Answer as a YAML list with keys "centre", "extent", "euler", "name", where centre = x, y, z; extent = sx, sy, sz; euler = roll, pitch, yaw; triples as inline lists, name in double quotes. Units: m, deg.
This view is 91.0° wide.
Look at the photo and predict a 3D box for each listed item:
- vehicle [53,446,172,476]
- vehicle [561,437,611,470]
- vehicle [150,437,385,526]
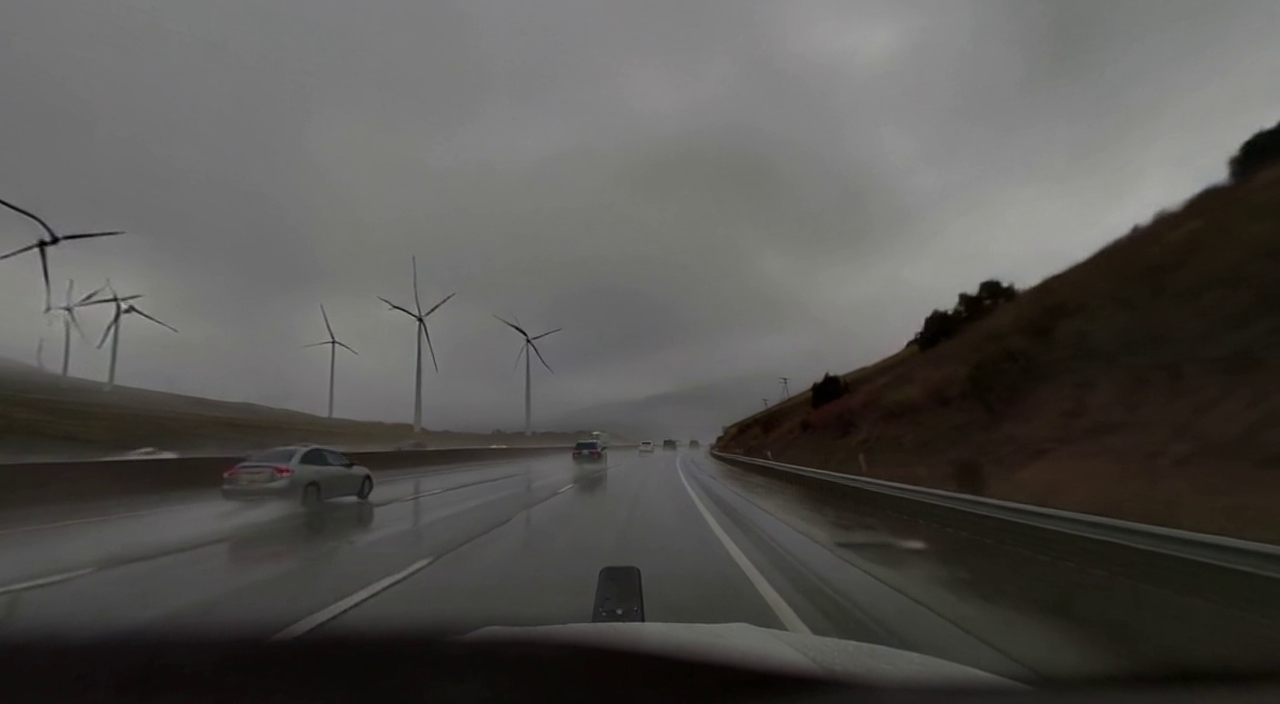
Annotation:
- centre: [-28.053, 5.771, 33.745]
  extent: [2.050, 1.470, 4.909]
  euler: [0, -9, 1]
  name: "vehicle"
- centre: [-2.929, 5.632, 35.061]
  extent: [2.118, 1.702, 4.355]
  euler: [-1, -9, 4]
  name: "vehicle"
- centre: [-7.523, 2.629, 13.477]
  extent: [2.015, 1.537, 4.728]
  euler: [0, -9, 2]
  name: "vehicle"
